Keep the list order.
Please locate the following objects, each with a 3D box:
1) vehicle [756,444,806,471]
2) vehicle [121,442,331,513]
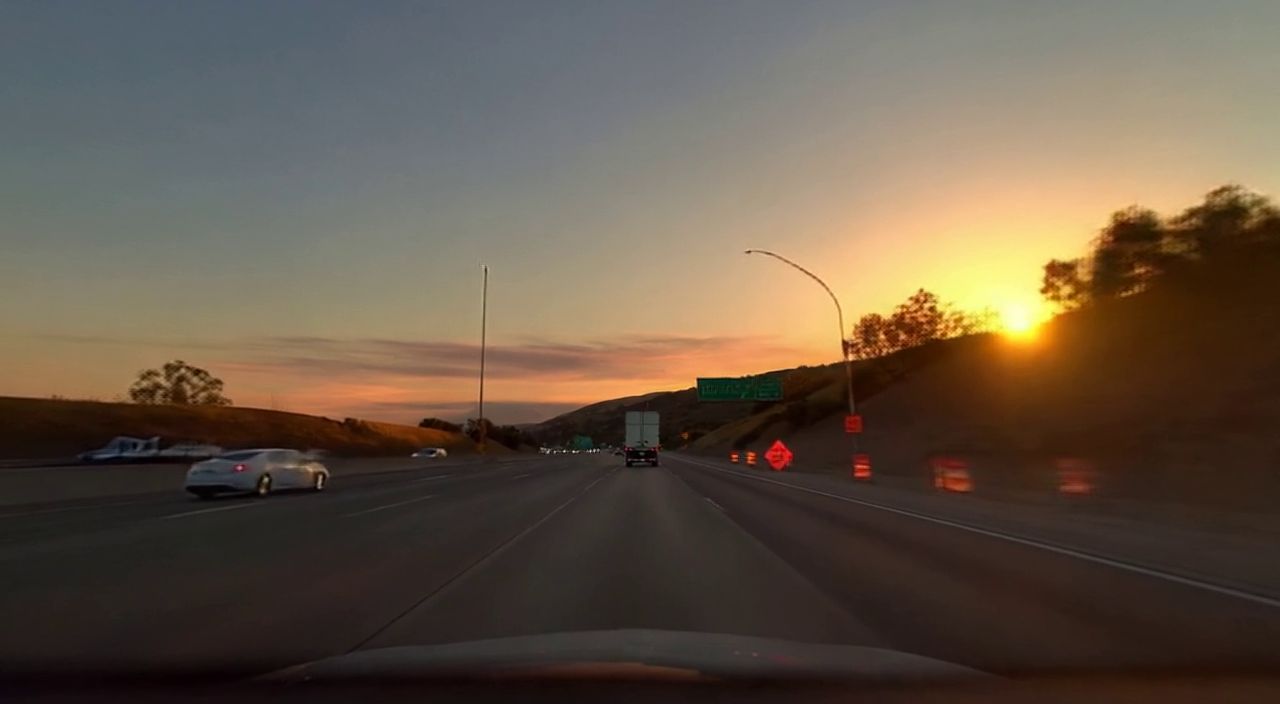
[{"bbox_3d":[9.685,7.288,43.655,2.065,1.698,4.882,0,-9,-3],"label":"vehicle"},{"bbox_3d":[-10.385,3.157,16.450,2.096,1.538,4.998,0,-9,0],"label":"vehicle"}]
